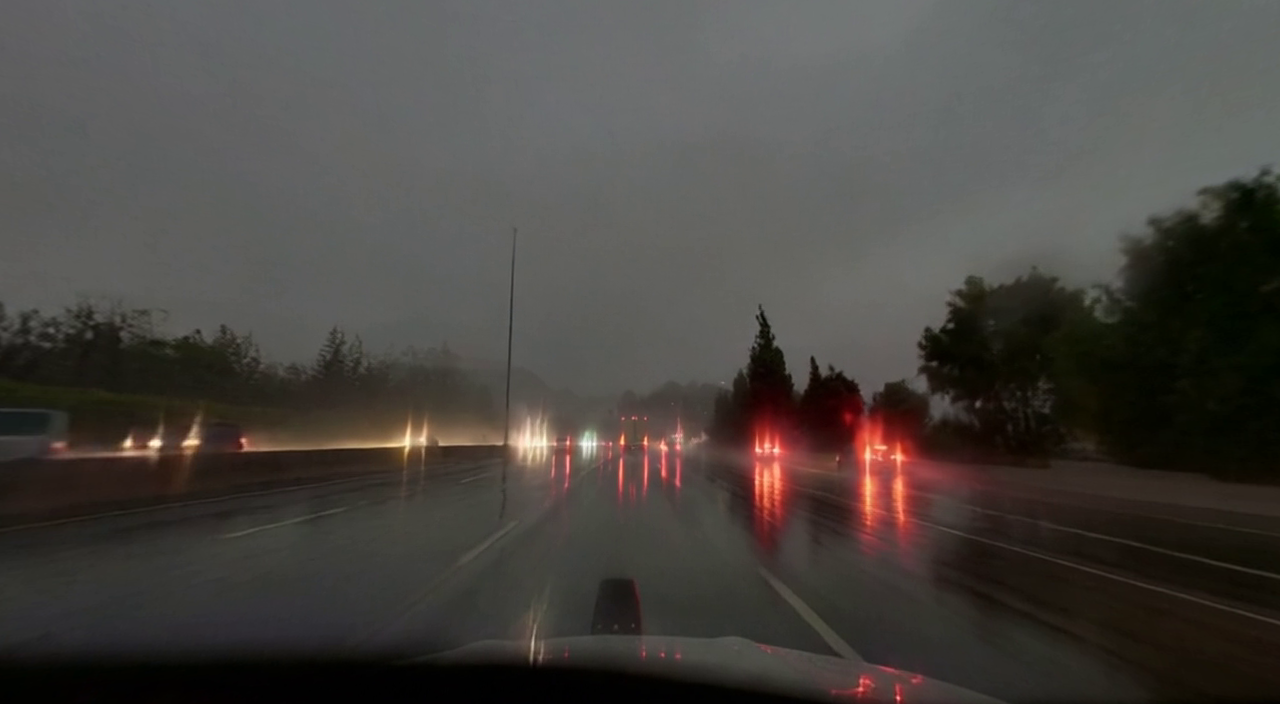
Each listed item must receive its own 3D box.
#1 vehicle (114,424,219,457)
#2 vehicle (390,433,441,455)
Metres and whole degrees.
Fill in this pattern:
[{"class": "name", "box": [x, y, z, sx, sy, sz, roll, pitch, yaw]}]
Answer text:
[{"class": "vehicle", "box": [-22.892, 4.298, 30.804, 1.811, 1.489, 4.295, 1, -8, -1]}, {"class": "vehicle", "box": [-15.977, 6.556, 45.246, 1.982, 1.473, 4.656, 1, -8, 0]}]
